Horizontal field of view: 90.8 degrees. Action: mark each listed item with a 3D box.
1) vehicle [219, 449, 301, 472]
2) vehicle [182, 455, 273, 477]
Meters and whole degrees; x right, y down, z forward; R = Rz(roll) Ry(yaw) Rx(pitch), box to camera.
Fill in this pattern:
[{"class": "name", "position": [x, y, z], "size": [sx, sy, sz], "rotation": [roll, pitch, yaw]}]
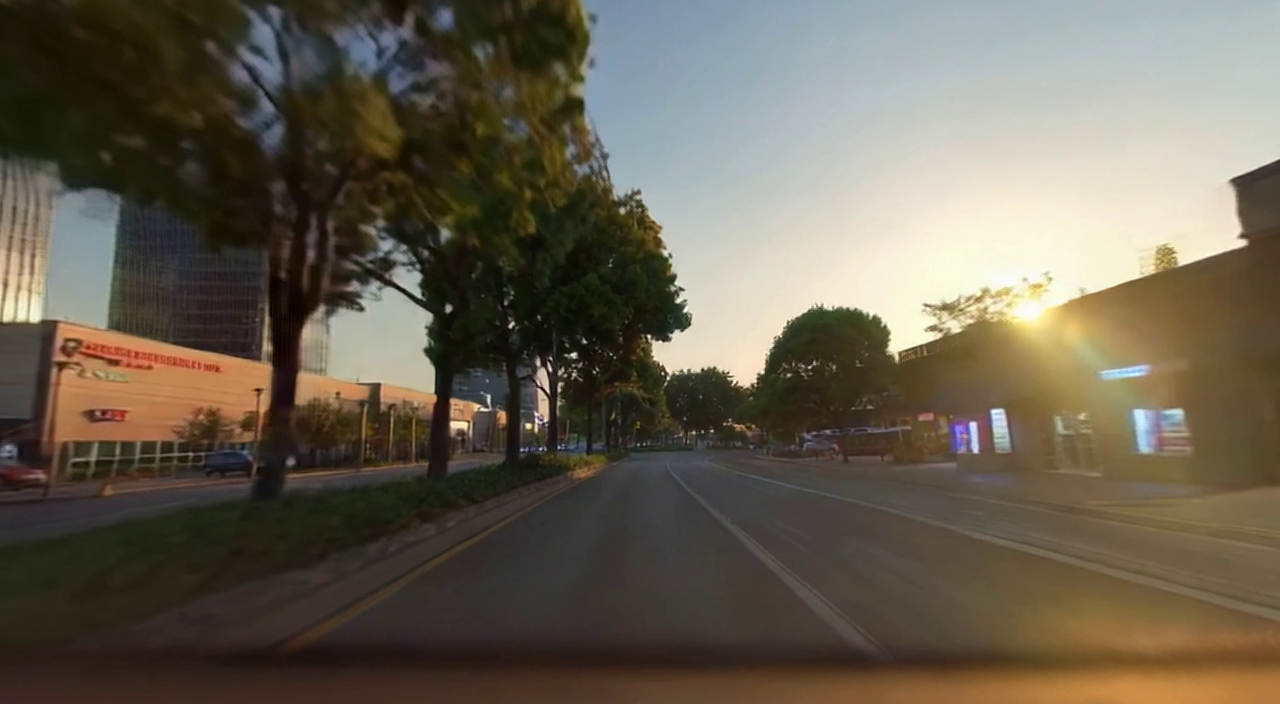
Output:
[{"class": "vehicle", "position": [-28.211, 8.097, 47.136], "size": [4.954, 1.628, 2.012], "rotation": [4, -9, -24]}, {"class": "vehicle", "position": [-28.168, 7.788, 43.294], "size": [4.783, 1.398, 1.951], "rotation": [3, -8, -20]}]
